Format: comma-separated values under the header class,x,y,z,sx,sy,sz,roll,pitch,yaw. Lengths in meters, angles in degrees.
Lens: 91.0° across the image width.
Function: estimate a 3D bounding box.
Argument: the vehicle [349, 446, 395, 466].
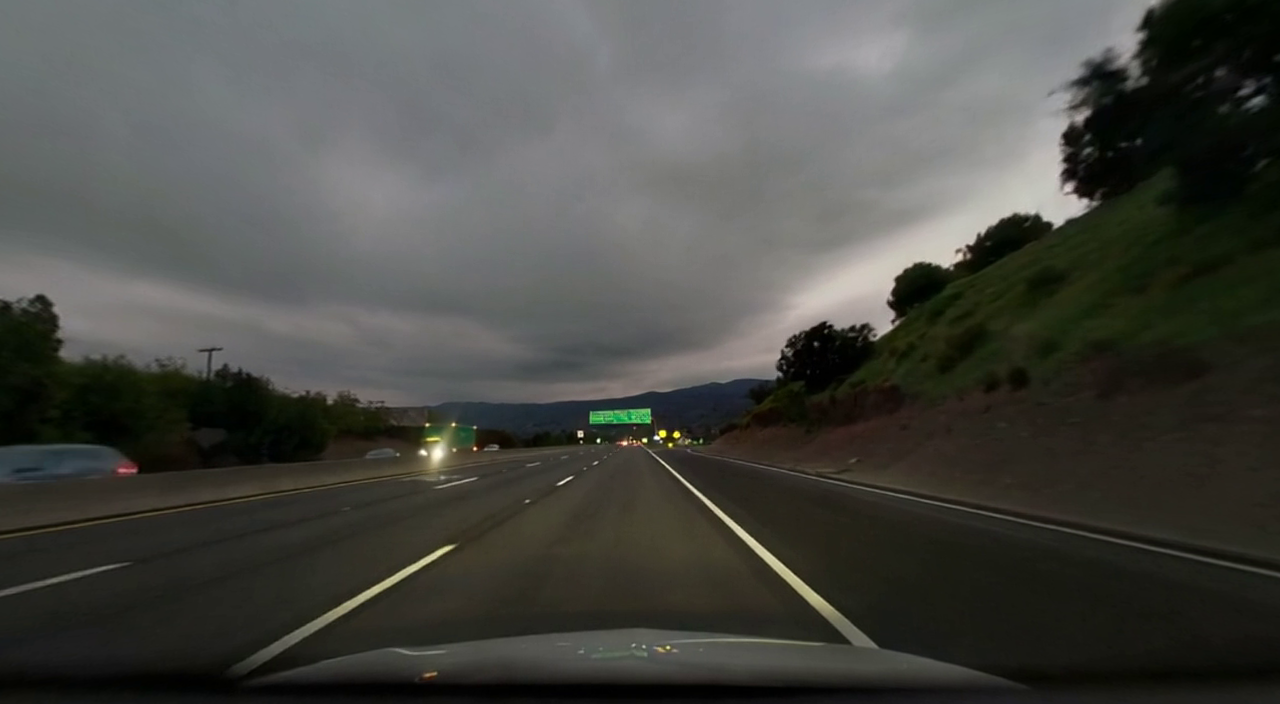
class,x,y,z,sx,sy,sz,roll,pitch,yaw
vehicle,-20.890,8.085,49.225,1.704,1.419,4.326,0,-8,-1
